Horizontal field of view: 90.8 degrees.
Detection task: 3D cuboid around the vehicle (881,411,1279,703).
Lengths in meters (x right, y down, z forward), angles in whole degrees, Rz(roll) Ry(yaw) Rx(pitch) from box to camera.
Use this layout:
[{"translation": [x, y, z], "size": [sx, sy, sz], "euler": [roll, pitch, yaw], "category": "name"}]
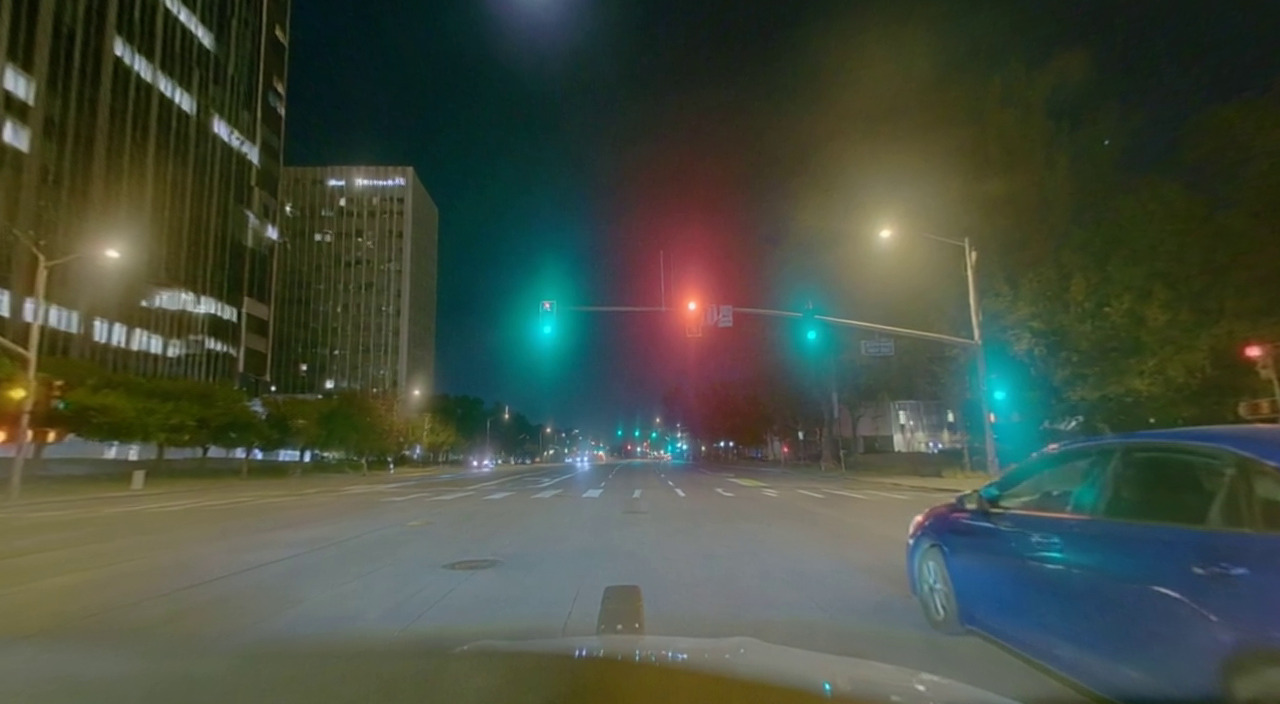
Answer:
[{"translation": [3.076, 1.070, 3.007], "size": [2.015, 1.455, 4.615], "euler": [0, -9, 0], "category": "vehicle"}]
